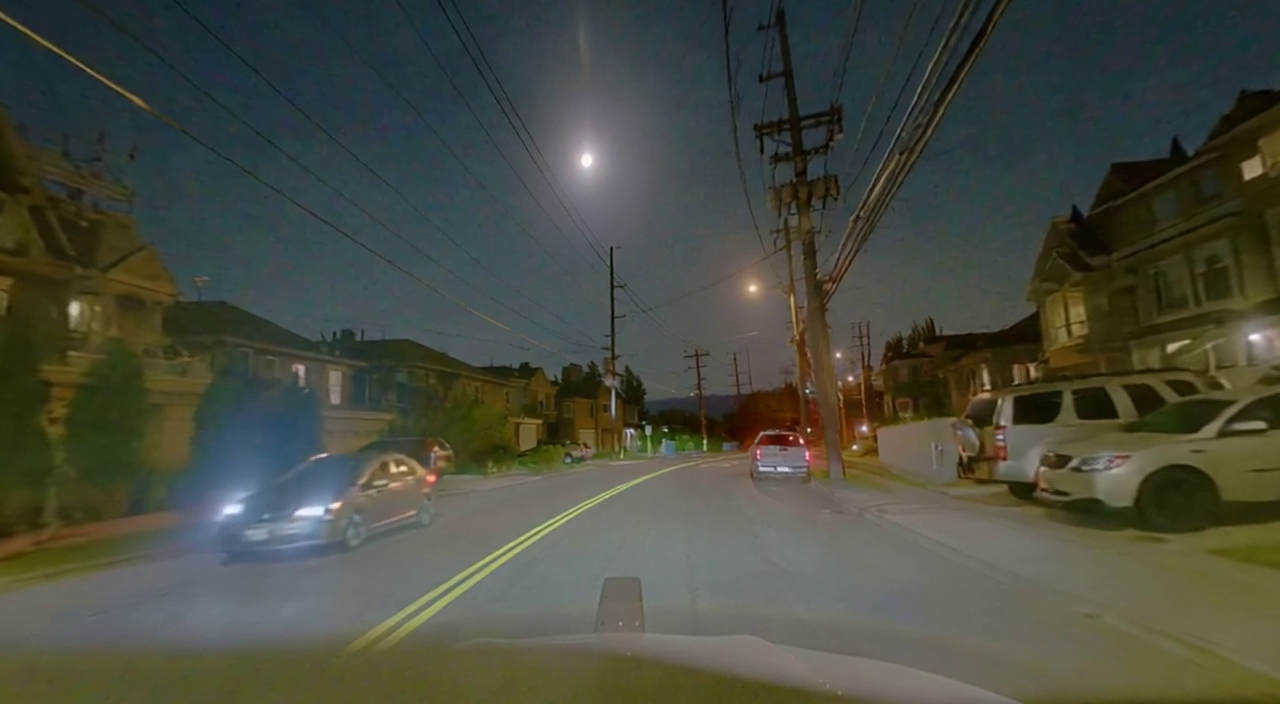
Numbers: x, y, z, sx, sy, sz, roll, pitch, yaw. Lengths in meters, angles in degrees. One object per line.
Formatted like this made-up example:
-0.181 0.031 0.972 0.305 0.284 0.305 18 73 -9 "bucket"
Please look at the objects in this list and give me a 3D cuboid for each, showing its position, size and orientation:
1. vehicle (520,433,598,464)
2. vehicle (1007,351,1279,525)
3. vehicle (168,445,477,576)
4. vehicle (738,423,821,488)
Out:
-5.929 7.058 46.417 5.228 2.041 2.023 0 -6 15 "vehicle"
8.758 1.195 8.802 5.762 2.116 2.258 -1 -8 4 "vehicle"
-4.263 2.164 9.673 2.015 1.464 4.870 0 -8 3 "vehicle"
4.744 3.624 22.430 2.273 1.938 6.400 -1 -8 7 "vehicle"
